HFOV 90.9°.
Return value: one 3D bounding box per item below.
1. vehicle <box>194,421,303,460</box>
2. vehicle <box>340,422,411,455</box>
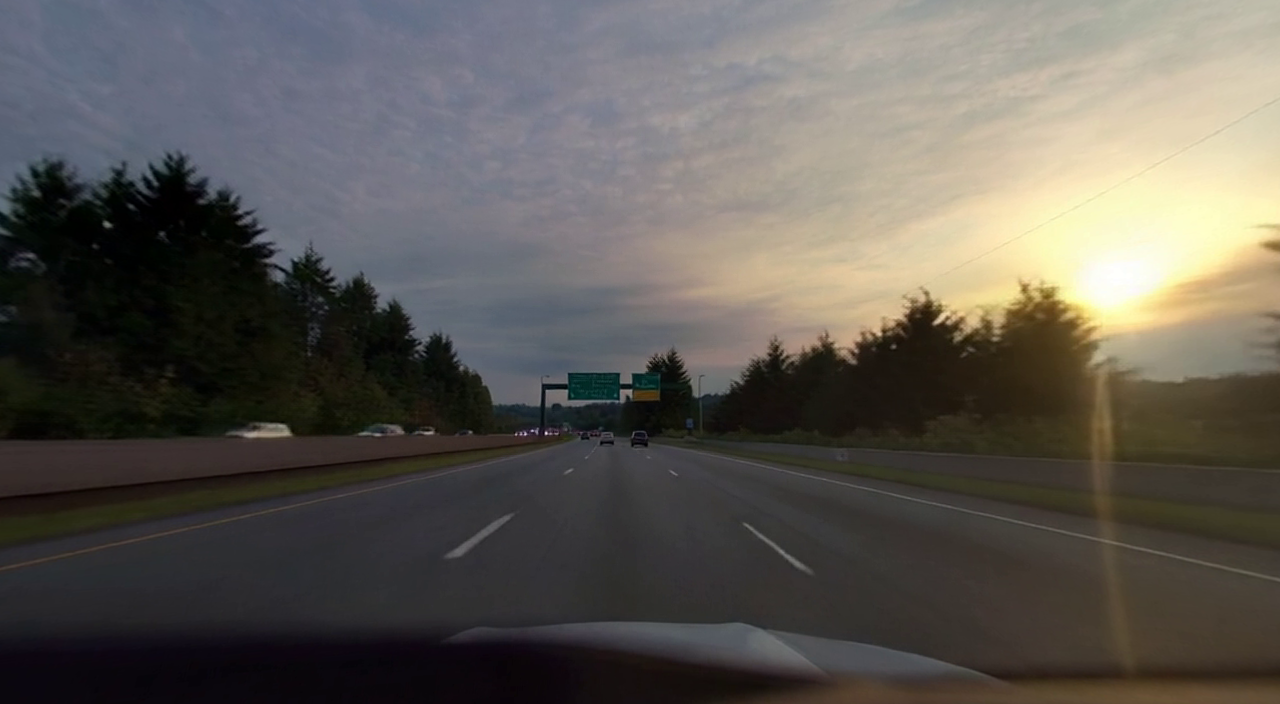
[{"bbox_3d":[-17.946,4.081,29.246,2.059,1.643,4.855,0,-8,-2],"label":"vehicle"},{"bbox_3d":[-13.983,4.616,33.650,1.974,1.592,4.533,0,-8,-2],"label":"vehicle"}]
